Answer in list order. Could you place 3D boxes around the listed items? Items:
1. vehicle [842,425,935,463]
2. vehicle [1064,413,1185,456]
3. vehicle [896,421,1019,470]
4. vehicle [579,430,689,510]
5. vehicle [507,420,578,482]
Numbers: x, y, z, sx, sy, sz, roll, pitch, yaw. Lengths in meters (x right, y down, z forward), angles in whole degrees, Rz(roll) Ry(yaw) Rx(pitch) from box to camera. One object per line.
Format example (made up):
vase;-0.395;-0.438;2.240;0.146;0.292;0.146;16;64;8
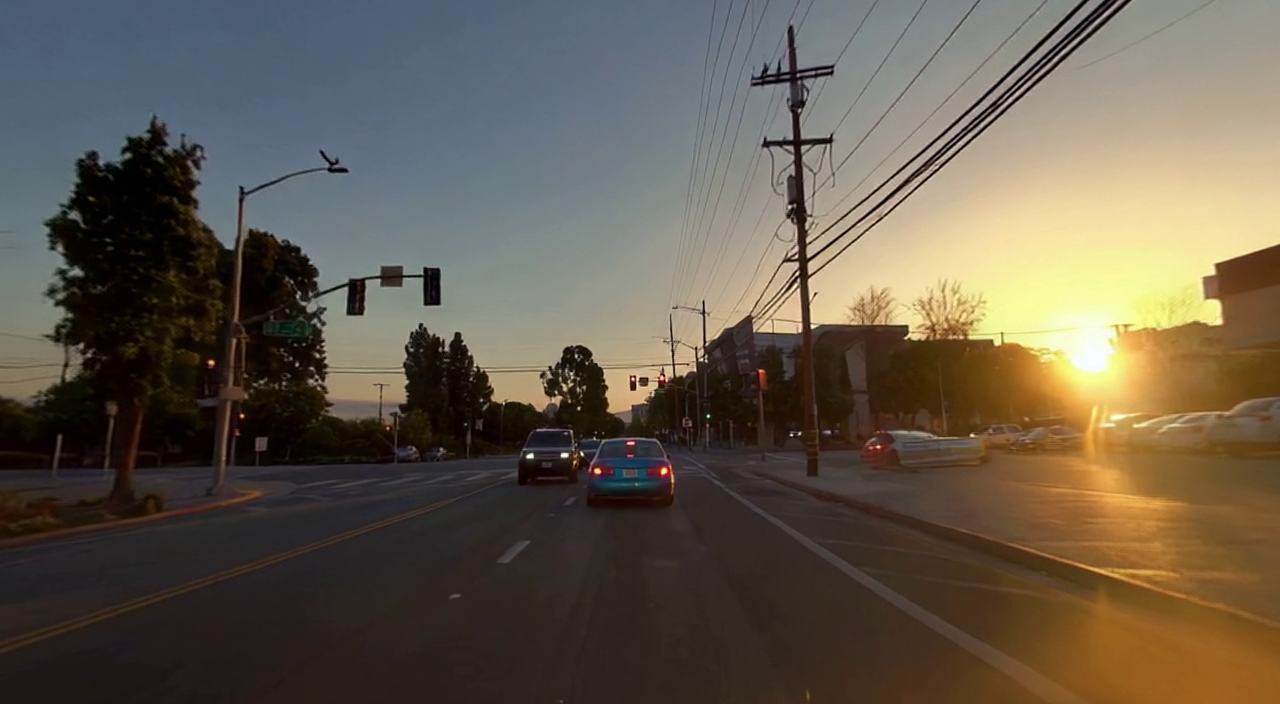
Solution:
vehicle;10.547;3.951;27.165;1.842;1.471;4.481;1;-8;-6
vehicle;18.612;3.184;24.188;4.446;1.511;1.977;4;-10;-29
vehicle;10.418;3.126;21.109;1.888;1.455;4.268;0;-8;0
vehicle;-0.183;2.527;14.010;2.070;1.481;4.216;0;-8;-2
vehicle;-3.175;3.314;21.382;2.106;1.852;4.512;1;-8;-6
